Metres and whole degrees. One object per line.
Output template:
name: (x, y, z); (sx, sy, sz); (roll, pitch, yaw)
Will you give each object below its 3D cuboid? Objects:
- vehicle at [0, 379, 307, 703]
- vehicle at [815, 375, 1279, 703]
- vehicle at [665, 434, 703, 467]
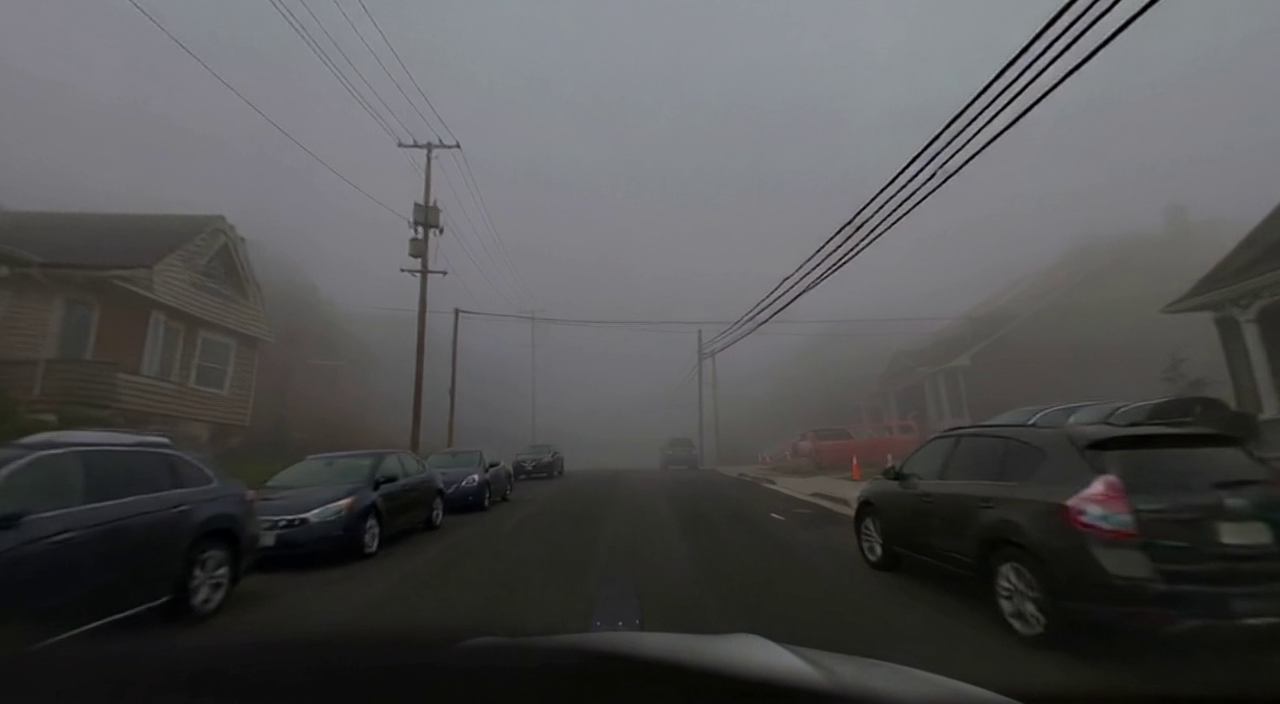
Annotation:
vehicle: (-4.263, 1.151, 3.812); (2.031, 1.708, 4.746); (-2, -10, -2)
vehicle: (3.315, 1.279, 5.508); (1.957, 1.644, 4.433); (1, -9, -5)
vehicle: (3.137, 7.171, 46.031); (2.343, 2.229, 4.199); (0, -9, -1)
